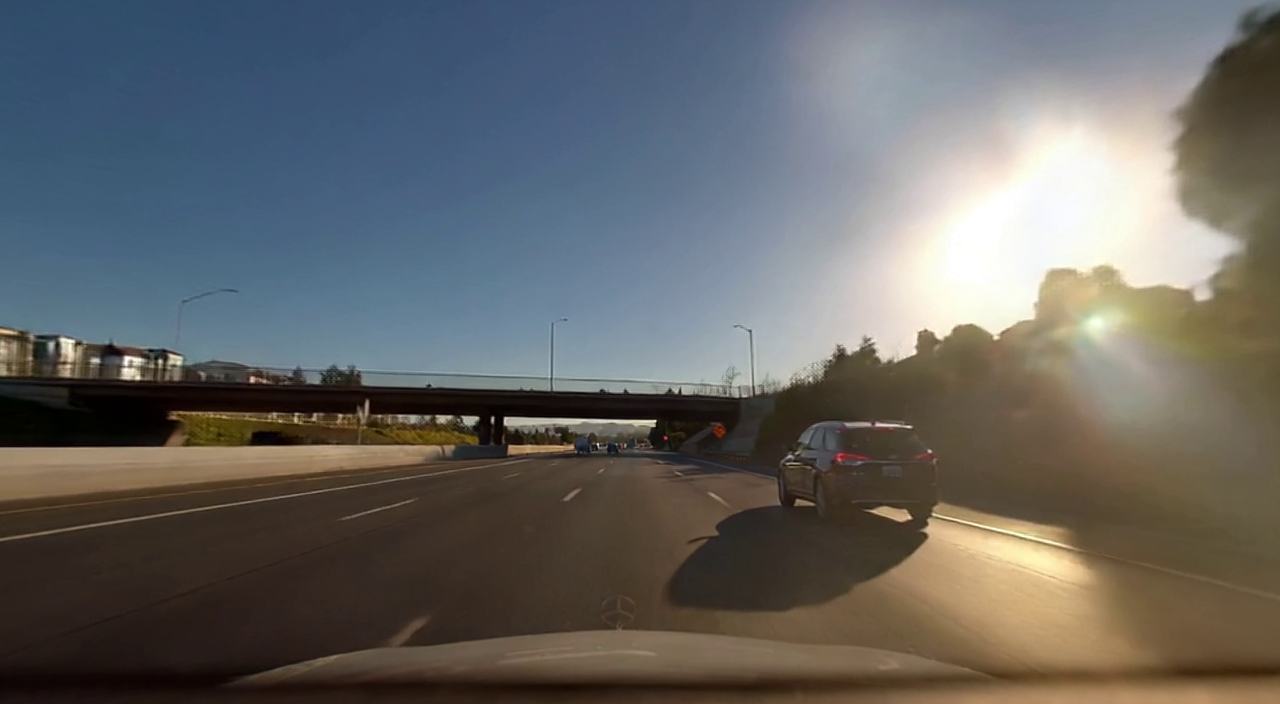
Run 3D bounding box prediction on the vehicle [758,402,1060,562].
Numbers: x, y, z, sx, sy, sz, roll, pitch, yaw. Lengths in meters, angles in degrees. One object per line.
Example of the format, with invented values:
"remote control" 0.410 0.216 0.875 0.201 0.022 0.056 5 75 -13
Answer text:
"vehicle" 3.452 1.816 9.573 2.212 1.753 5.064 0 -9 -2
